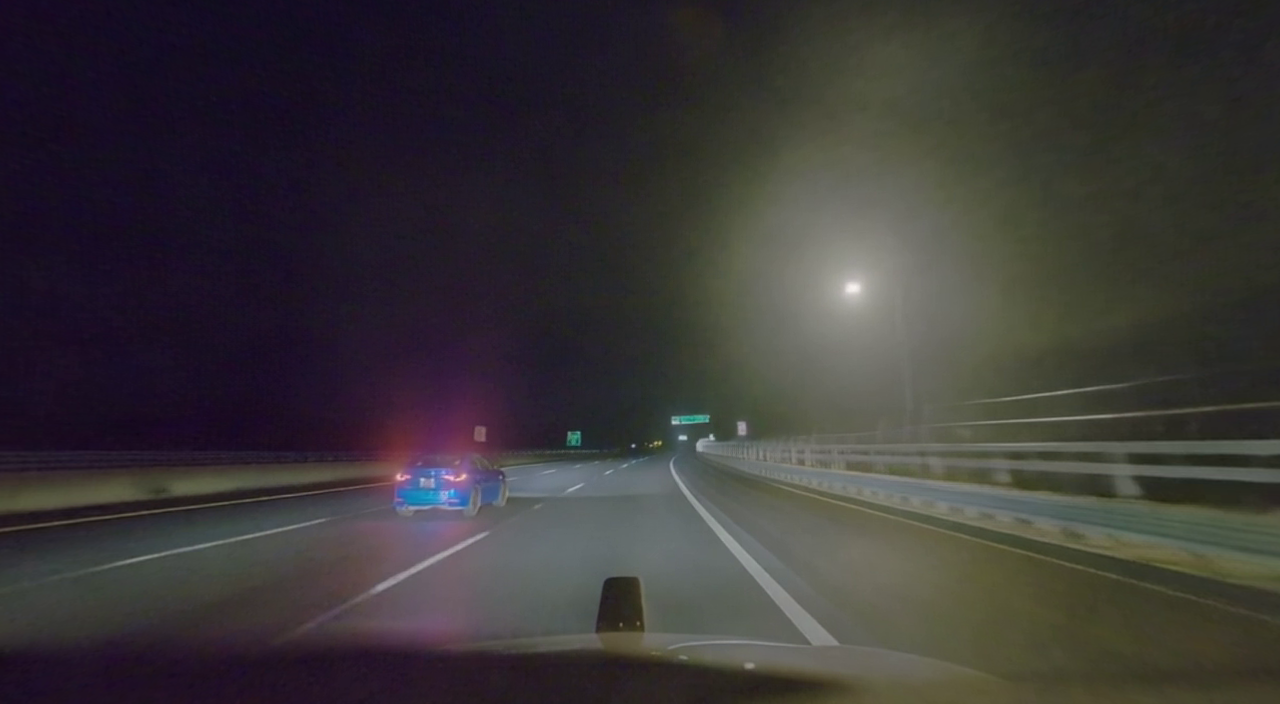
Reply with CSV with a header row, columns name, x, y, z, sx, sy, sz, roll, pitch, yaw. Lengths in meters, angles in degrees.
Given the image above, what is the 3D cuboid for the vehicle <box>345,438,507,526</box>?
name,x,y,z,sx,sy,sz,roll,pitch,yaw
vehicle,-4.145,2.560,12.959,1.928,1.504,3.745,0,-9,1
